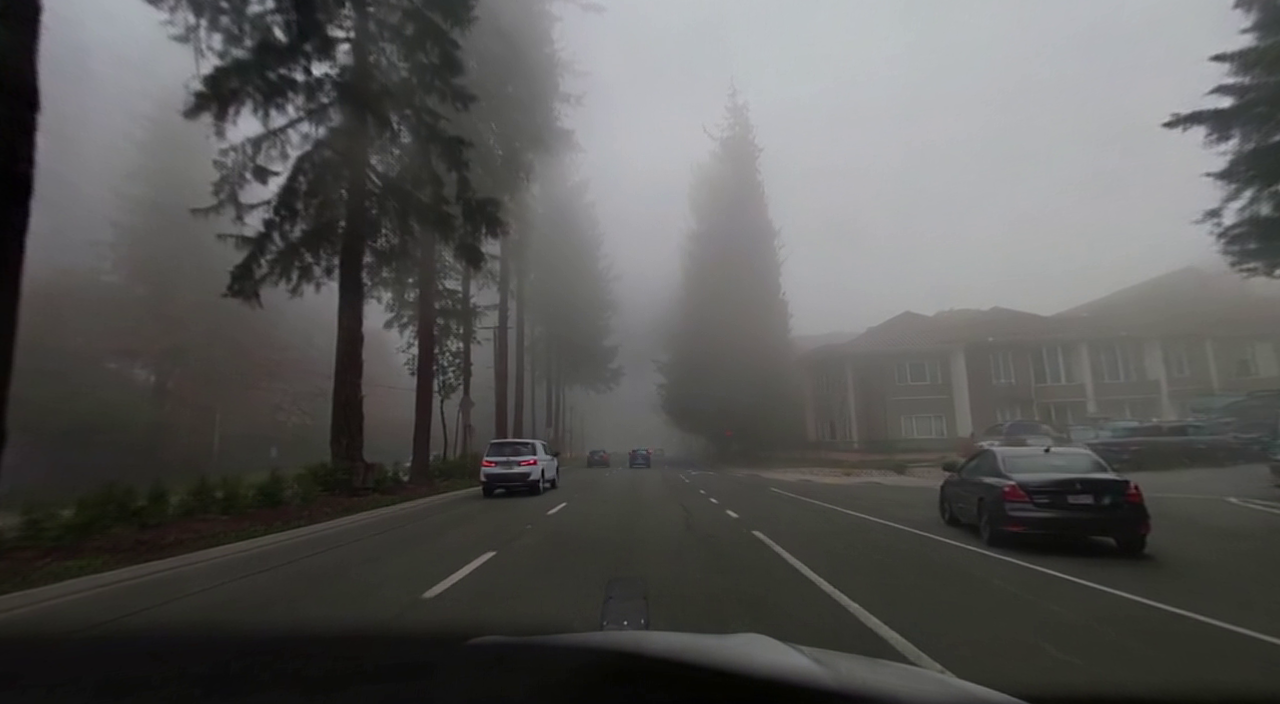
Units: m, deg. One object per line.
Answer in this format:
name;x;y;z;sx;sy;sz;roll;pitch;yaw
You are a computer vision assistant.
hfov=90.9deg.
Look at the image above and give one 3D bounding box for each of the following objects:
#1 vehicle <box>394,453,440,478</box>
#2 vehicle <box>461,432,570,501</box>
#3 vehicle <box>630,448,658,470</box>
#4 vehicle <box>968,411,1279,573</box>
vehicle;-17.147;8.713;48.594;1.899;1.790;4.340;0;-9;0
vehicle;-3.636;3.462;19.472;2.216;1.828;4.886;0;-9;2
vehicle;0.337;7.798;46.192;1.940;1.501;4.133;0;-9;1
vehicle;6.073;1.735;8.604;1.969;1.593;4.293;-3;-9;17
